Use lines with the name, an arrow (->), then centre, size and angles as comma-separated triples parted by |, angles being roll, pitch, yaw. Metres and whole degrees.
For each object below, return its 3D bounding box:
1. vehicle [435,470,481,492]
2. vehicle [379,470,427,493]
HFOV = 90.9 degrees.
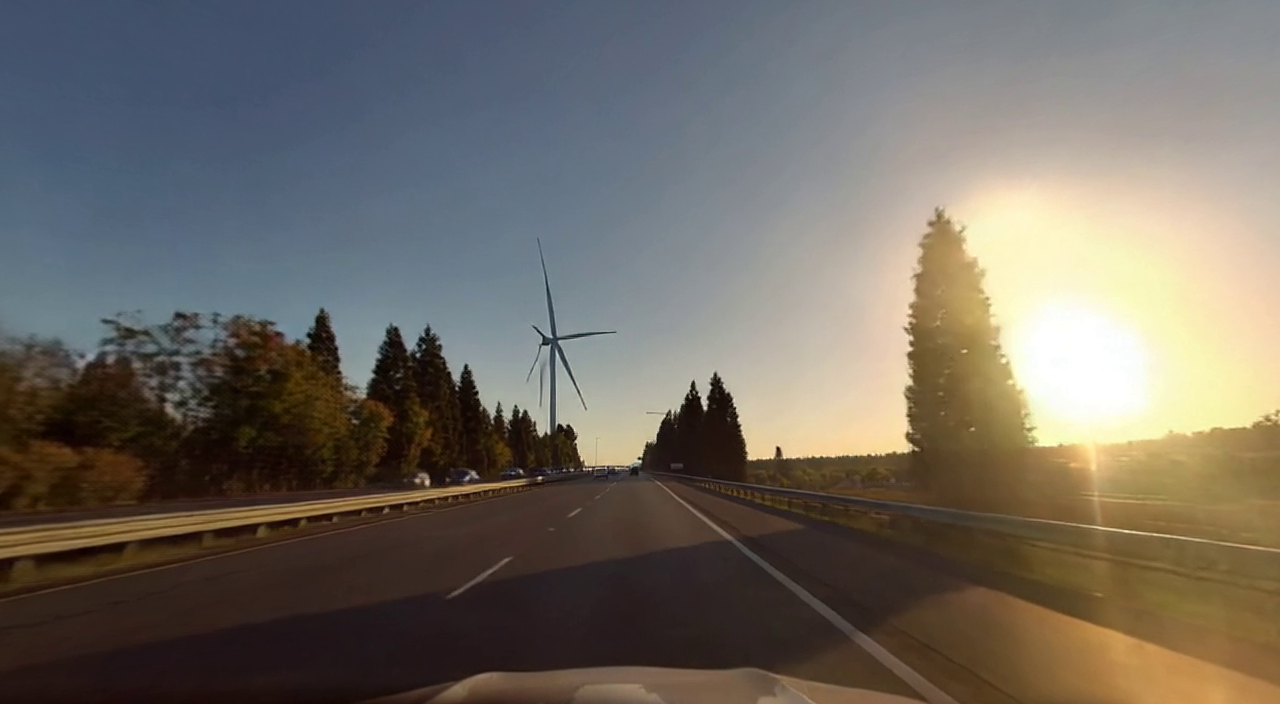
vehicle -> -12.583, 8.940, 43.864 | 1.884, 1.434, 4.481 | 1, -11, 0
vehicle -> -17.042, 9.324, 45.553 | 1.870, 1.544, 4.141 | 1, -11, 0
